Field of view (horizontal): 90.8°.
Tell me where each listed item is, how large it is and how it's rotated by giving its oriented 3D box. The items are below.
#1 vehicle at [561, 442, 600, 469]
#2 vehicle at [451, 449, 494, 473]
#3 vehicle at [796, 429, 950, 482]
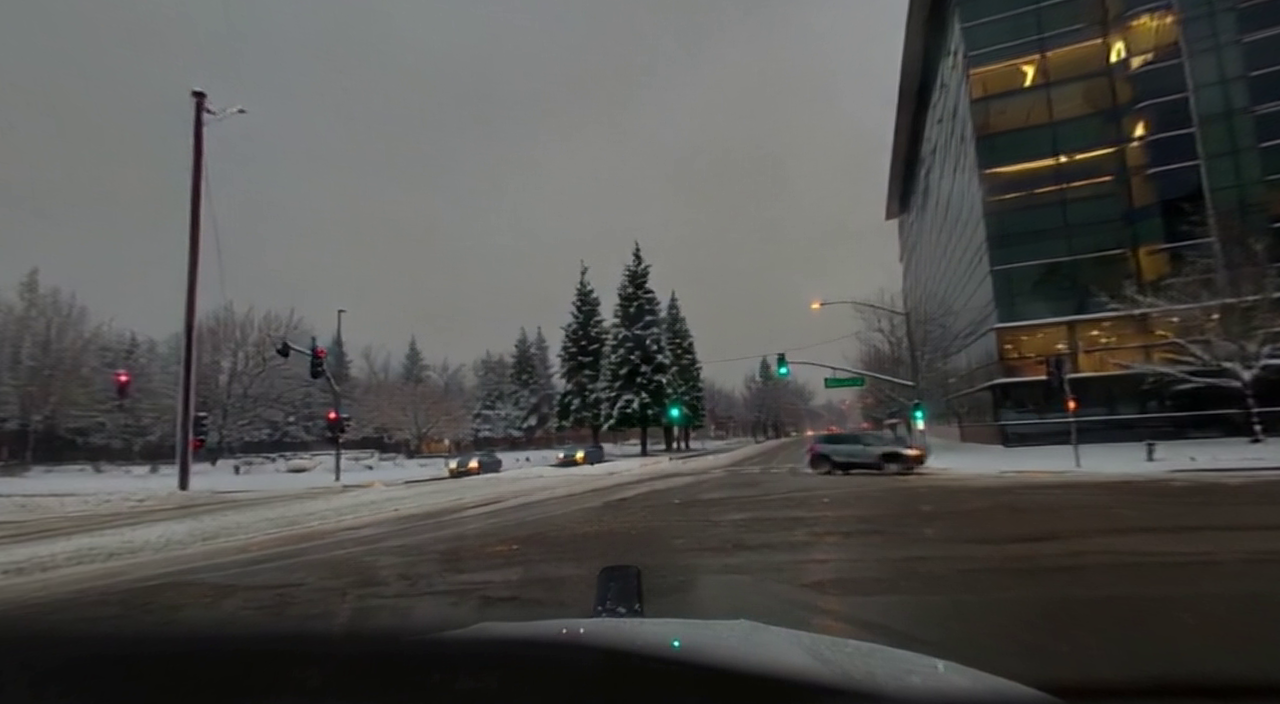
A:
[{"bbox_3d":[-3.912,6.872,42.183,2.034,1.663,4.025,-1,-8,3],"label":"vehicle"},{"bbox_3d":[-11.364,7.431,43.128,1.786,1.499,3.797,-1,-8,2],"label":"vehicle"},{"bbox_3d":[8.140,3.634,22.384,4.652,1.674,1.998,-8,-12,43],"label":"vehicle"}]
